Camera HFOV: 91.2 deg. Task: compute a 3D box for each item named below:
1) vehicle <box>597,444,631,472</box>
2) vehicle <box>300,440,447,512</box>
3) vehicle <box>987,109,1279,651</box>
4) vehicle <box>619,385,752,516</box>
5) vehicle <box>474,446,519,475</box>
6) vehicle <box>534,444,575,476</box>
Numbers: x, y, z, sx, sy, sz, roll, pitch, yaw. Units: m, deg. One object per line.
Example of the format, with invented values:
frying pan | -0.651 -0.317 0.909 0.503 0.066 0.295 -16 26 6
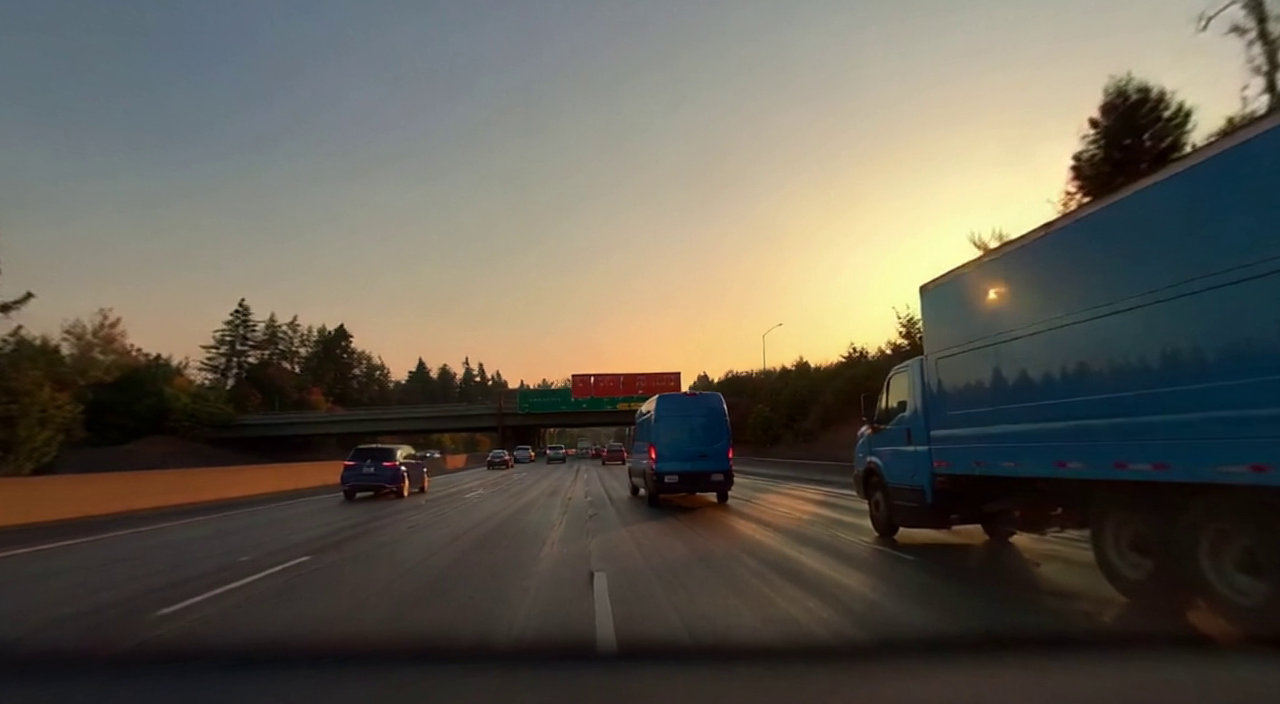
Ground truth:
vehicle | -1.610 6.254 37.204 1.906 1.499 3.843 0 -9 -4
vehicle | -6.349 2.968 15.569 2.003 1.498 4.386 0 -9 -5
vehicle | 5.712 -0.083 2.430 2.800 3.507 9.244 0 -9 -4
vehicle | 0.822 2.325 15.000 2.268 2.551 5.144 1 -9 -6
vehicle | -7.887 5.983 34.870 2.026 1.506 4.102 1 -9 -7
vehicle | -4.512 5.748 33.621 2.002 1.536 4.021 0 -9 -6
